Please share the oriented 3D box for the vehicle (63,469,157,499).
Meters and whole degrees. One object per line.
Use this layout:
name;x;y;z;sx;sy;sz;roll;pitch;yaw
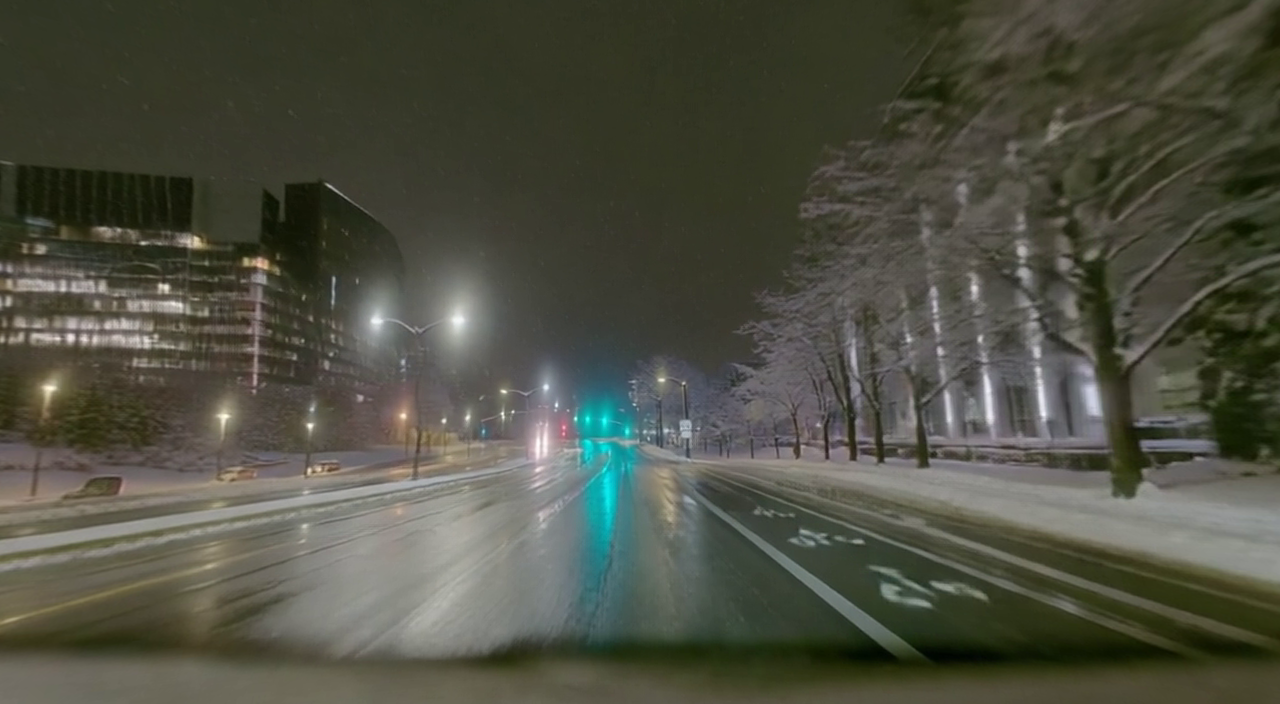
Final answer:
vehicle;-33.178;8.253;39.750;2.020;1.552;4.568;0;-9;-2
